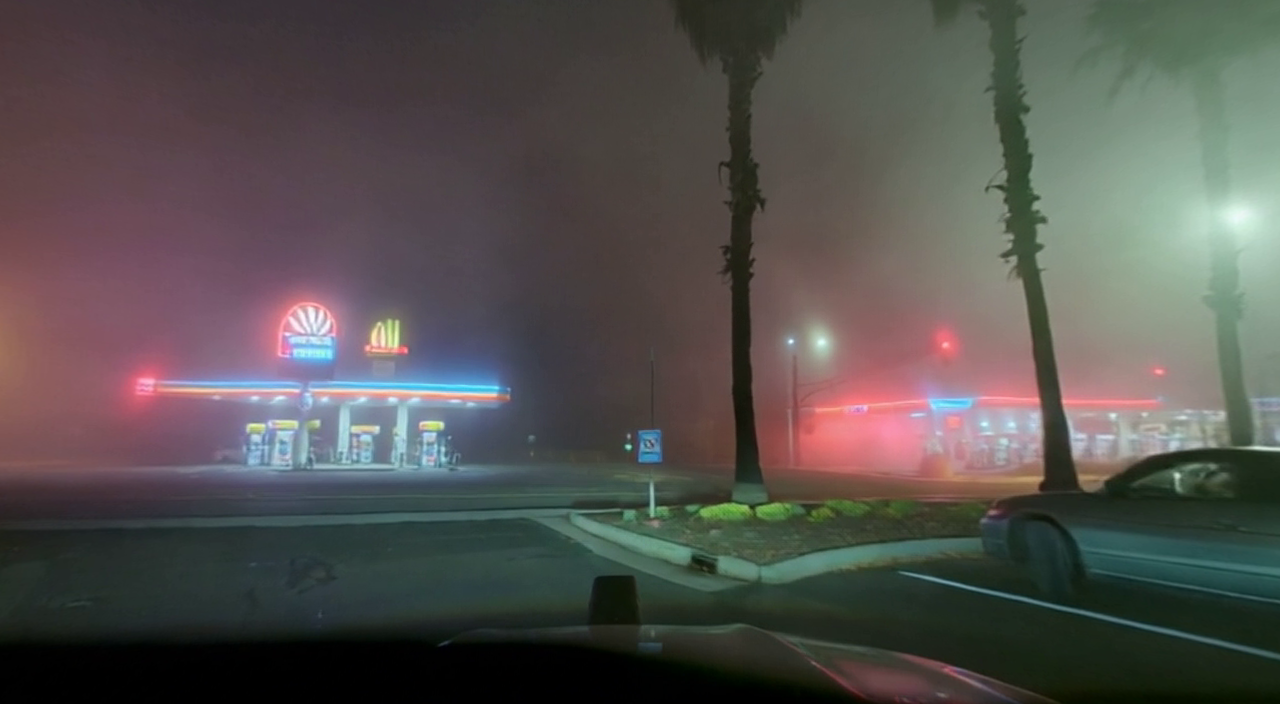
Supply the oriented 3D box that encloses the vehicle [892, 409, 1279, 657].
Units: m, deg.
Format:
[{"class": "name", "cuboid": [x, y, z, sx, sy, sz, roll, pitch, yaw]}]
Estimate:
[{"class": "vehicle", "cuboid": [4.511, 1.242, 4.793, 1.937, 1.490, 4.564, 5, -10, -28]}]
